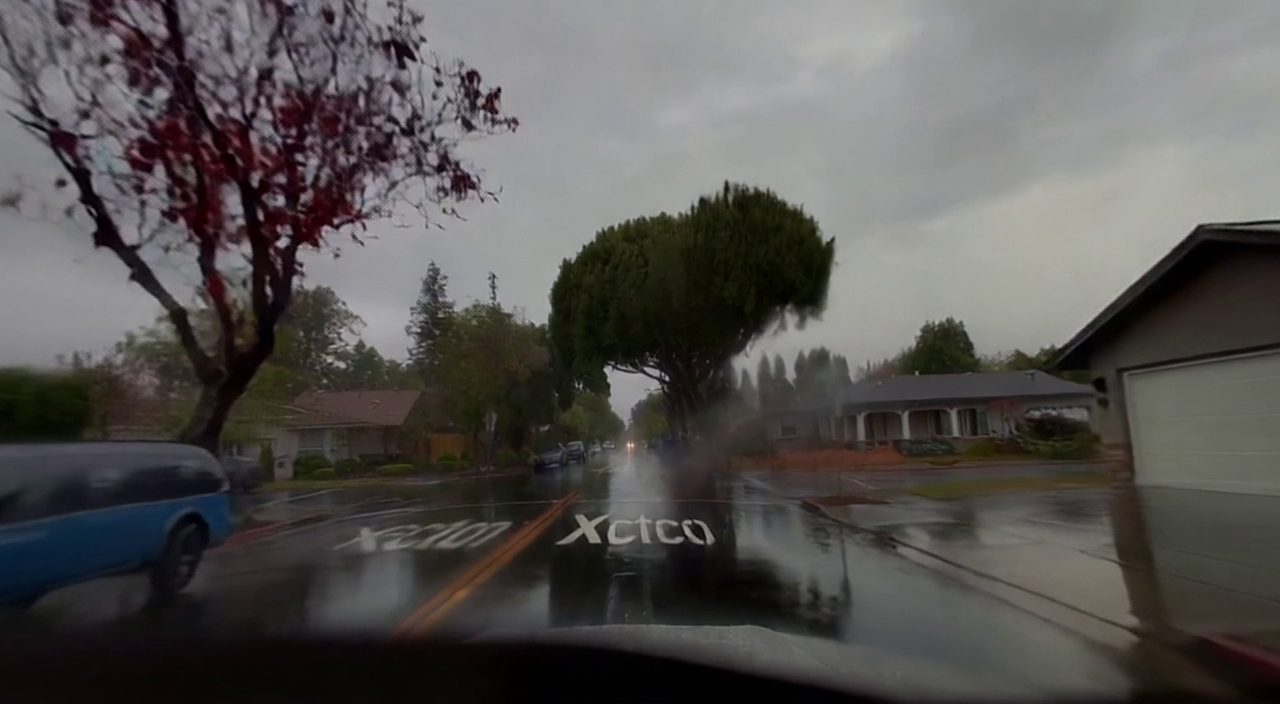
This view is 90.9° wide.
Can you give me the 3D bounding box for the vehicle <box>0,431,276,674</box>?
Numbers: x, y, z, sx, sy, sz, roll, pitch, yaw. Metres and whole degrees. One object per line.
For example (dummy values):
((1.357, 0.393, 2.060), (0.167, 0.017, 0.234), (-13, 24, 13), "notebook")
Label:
((-5.220, 1.432, 4.950), (2.038, 1.571, 4.524), (0, -8, -1), "vehicle")
